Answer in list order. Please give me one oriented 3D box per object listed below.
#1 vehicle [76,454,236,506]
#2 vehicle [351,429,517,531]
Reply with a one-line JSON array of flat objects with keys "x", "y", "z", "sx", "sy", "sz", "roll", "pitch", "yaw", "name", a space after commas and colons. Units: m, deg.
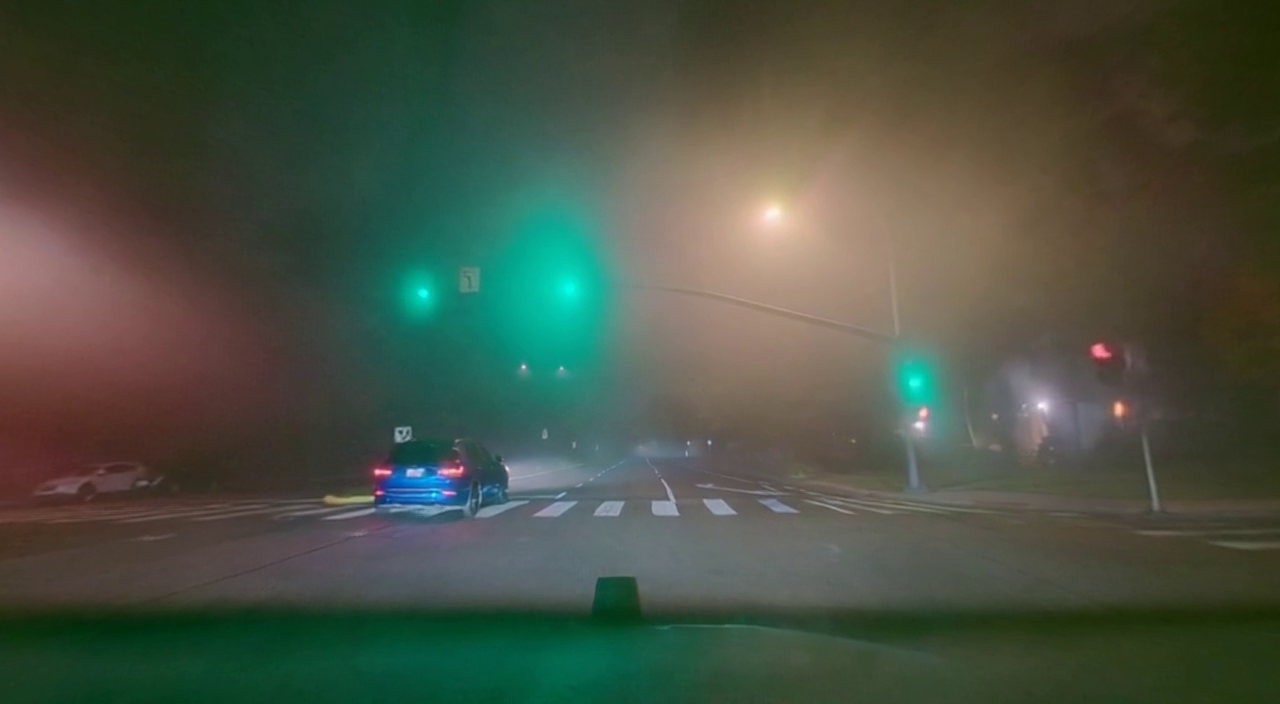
[{"x": -16.606, "y": 4.386, "z": 22.071, "sx": 1.941, "sy": 1.495, "sz": 4.713, "roll": 0, "pitch": -8, "yaw": -1, "name": "vehicle"}, {"x": -3.993, "y": 2.531, "z": 13.153, "sx": 1.993, "sy": 1.733, "sz": 4.262, "roll": 0, "pitch": -8, "yaw": 0, "name": "vehicle"}]
